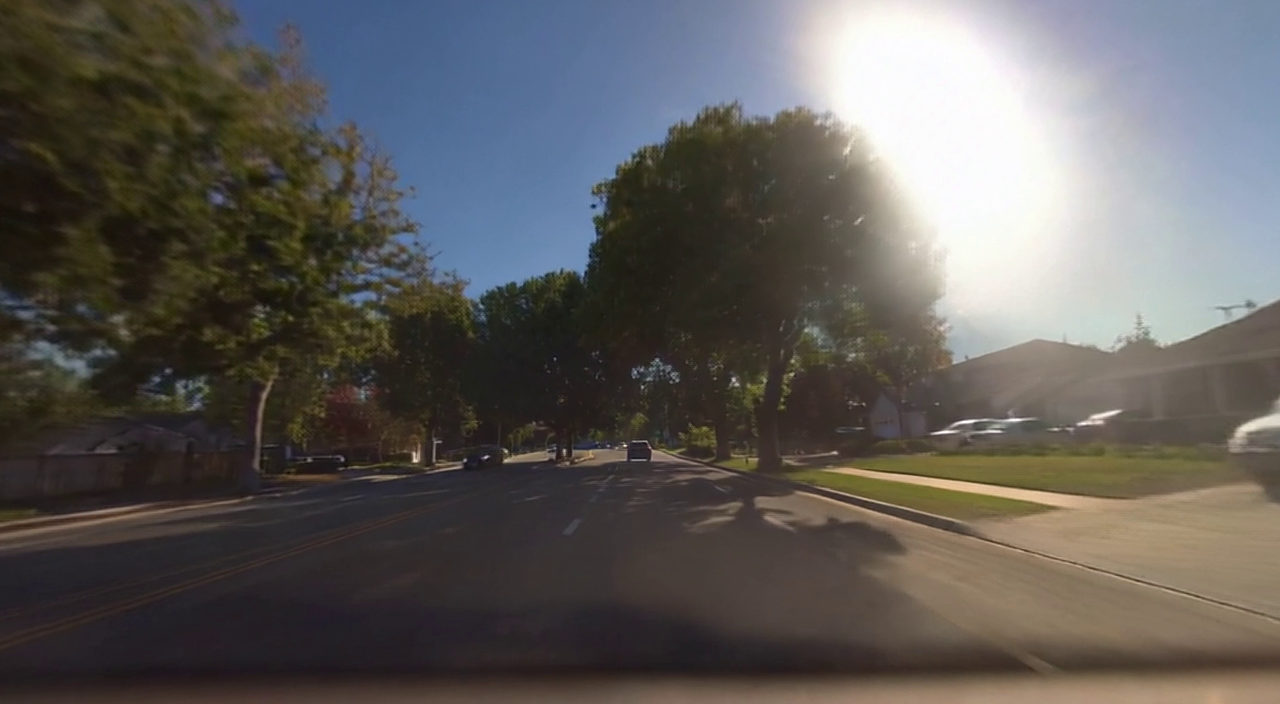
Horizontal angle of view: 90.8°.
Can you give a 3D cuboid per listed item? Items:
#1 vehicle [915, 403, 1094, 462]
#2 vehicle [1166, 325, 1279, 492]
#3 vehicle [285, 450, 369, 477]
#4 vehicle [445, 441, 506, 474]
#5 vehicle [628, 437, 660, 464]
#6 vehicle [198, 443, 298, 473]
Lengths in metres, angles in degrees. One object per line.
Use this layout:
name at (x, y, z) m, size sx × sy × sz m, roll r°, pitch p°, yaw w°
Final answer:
vehicle at (16.291, 3.646, 28.543) m, size 6.339 × 2.103 × 2.660 m, roll -4°, pitch -8°, yaw -1°
vehicle at (12.245, 0.935, 10.112) m, size 5.577 × 2.450 × 2.199 m, roll 0°, pitch -8°, yaw -1°
vehicle at (-21.505, 7.680, 43.515) m, size 4.797 × 1.518 × 1.957 m, roll -3°, pitch -8°, yaw -1°
vehicle at (-10.769, 6.937, 41.881) m, size 2.337 × 1.963 × 5.862 m, roll 0°, pitch -8°, yaw 1°
vehicle at (0.224, 6.980, 44.947) m, size 2.215 × 1.799 × 4.426 m, roll 0°, pitch -8°, yaw -1°
vehicle at (-27.152, 7.359, 43.900) m, size 5.412 × 1.959 × 2.230 m, roll 0°, pitch -8°, yaw 0°
